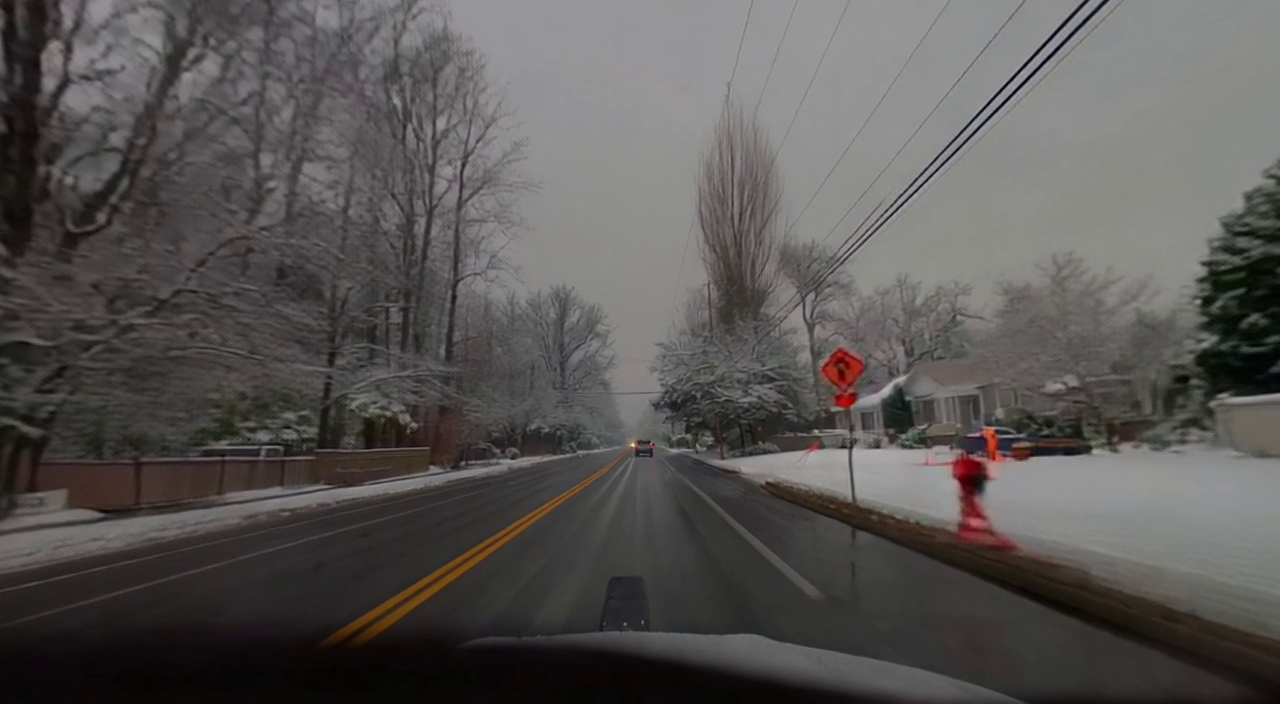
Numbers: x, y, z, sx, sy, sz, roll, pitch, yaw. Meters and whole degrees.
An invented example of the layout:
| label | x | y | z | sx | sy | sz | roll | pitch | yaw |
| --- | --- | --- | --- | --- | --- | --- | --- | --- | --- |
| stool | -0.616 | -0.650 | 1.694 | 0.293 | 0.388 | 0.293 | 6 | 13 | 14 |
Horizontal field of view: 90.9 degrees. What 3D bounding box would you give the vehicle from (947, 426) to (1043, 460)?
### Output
| label | x | y | z | sx | sy | sz | roll | pitch | yaw |
| --- | --- | --- | --- | --- | --- | --- | --- | --- | --- |
| vehicle | 16.933 | 4.351 | 30.202 | 3.462 | 1.576 | 1.863 | 1 | -8 | -4 |
